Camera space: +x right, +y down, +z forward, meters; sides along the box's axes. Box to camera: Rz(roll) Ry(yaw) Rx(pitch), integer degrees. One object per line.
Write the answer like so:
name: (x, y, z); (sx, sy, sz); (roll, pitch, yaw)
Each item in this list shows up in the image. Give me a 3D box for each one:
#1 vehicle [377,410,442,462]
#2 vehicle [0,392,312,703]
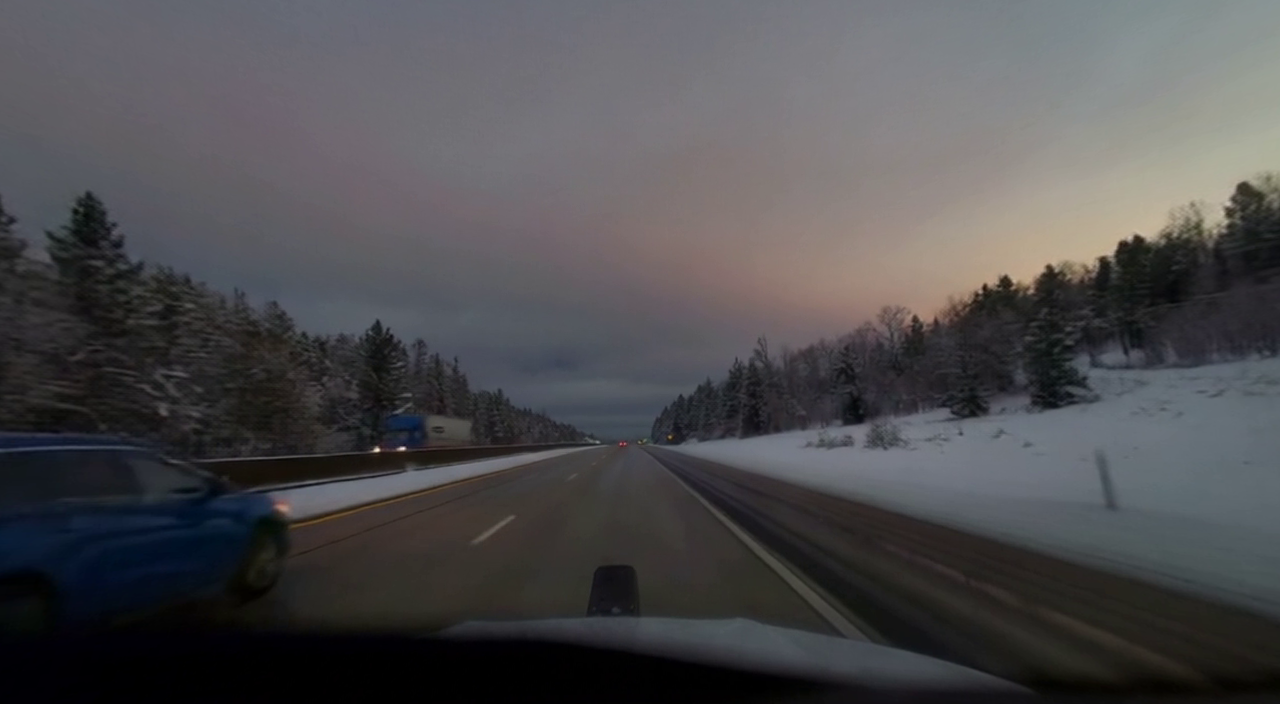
vehicle: (-18.124, 6.689, 49.929); (2.950, 3.801, 5.860); (-1, -8, -1)
vehicle: (-4.250, 1.078, 3.586); (2.202, 1.587, 4.754); (-1, -8, 0)
